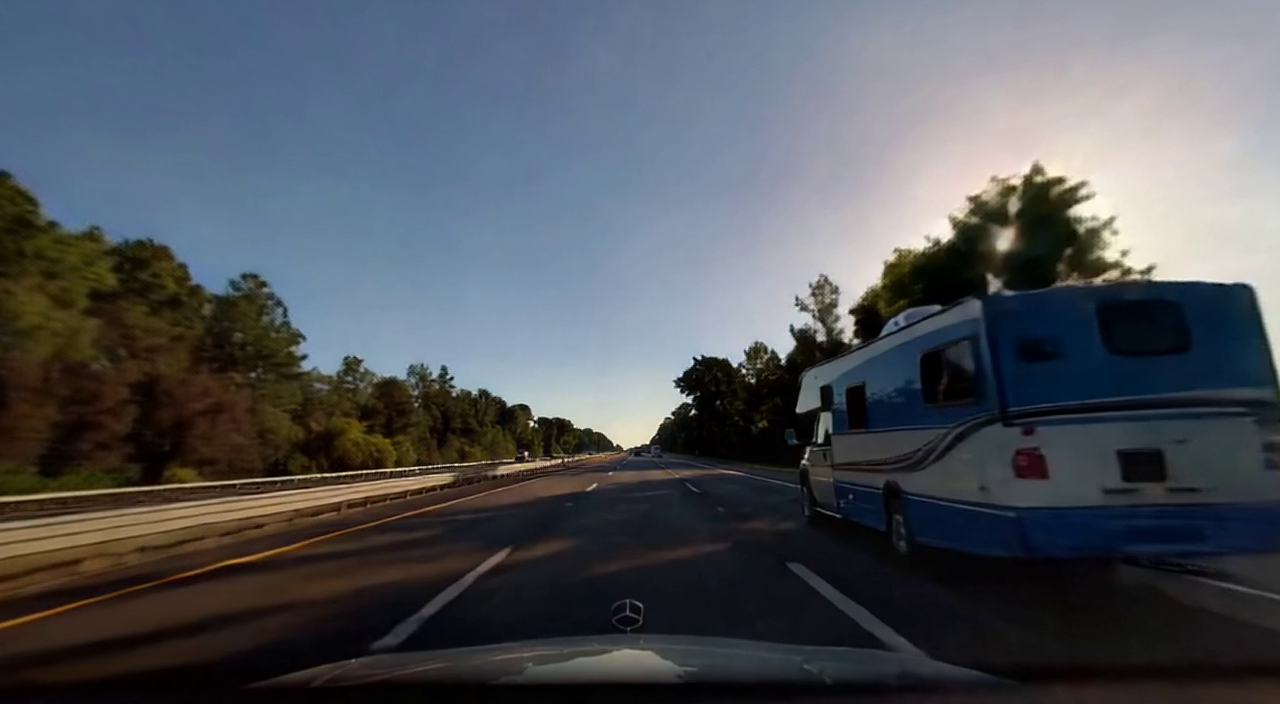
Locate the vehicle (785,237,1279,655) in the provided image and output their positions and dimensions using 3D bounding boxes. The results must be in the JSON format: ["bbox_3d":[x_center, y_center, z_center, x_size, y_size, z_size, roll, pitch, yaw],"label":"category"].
[{"bbox_3d":[3.768,1.043,7.339,2.556,2.763,6.287,0,-9,-1],"label":"vehicle"}]
